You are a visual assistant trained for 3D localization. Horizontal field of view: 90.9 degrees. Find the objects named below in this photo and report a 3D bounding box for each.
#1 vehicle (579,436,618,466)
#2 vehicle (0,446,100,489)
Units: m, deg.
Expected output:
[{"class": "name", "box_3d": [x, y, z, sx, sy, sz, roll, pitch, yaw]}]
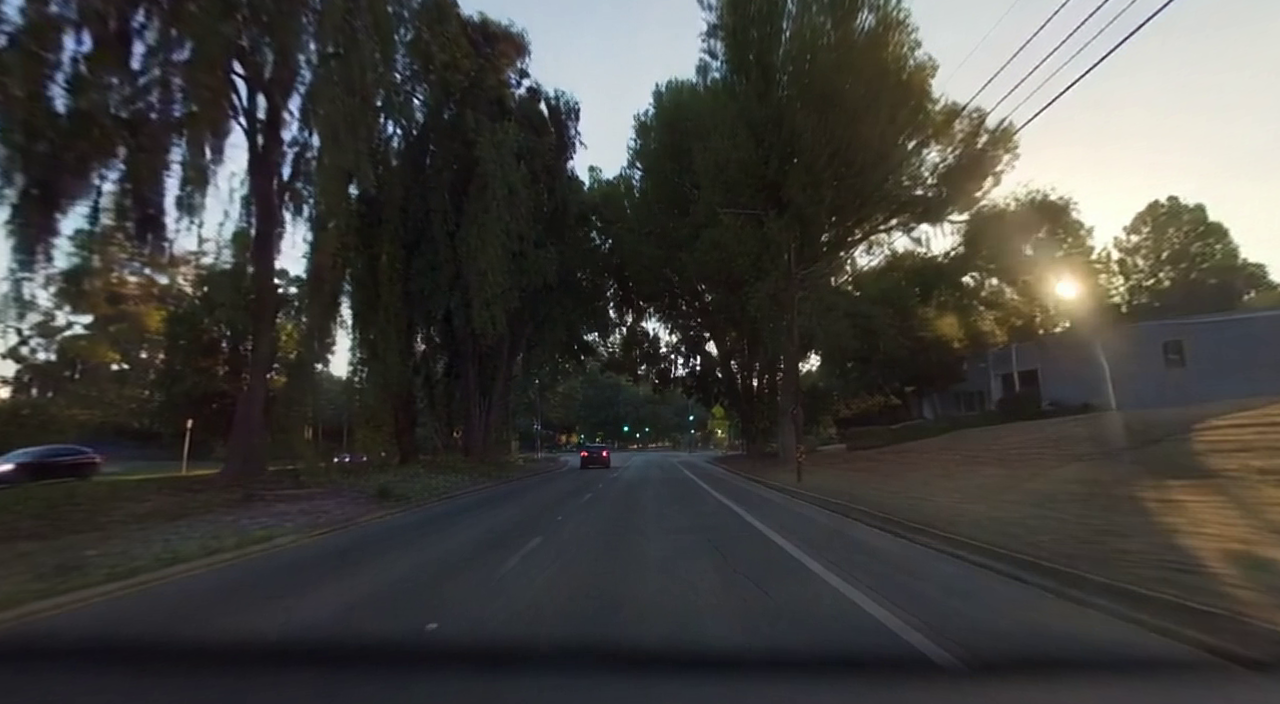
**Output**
[{"class": "vehicle", "box_3d": [-2.485, 6.066, 38.679, 2.016, 1.694, 4.335, -1, -8, 1]}, {"class": "vehicle", "box_3d": [-23.576, 4.337, 23.993, 1.848, 1.520, 4.593, -1, -8, 1]}]
